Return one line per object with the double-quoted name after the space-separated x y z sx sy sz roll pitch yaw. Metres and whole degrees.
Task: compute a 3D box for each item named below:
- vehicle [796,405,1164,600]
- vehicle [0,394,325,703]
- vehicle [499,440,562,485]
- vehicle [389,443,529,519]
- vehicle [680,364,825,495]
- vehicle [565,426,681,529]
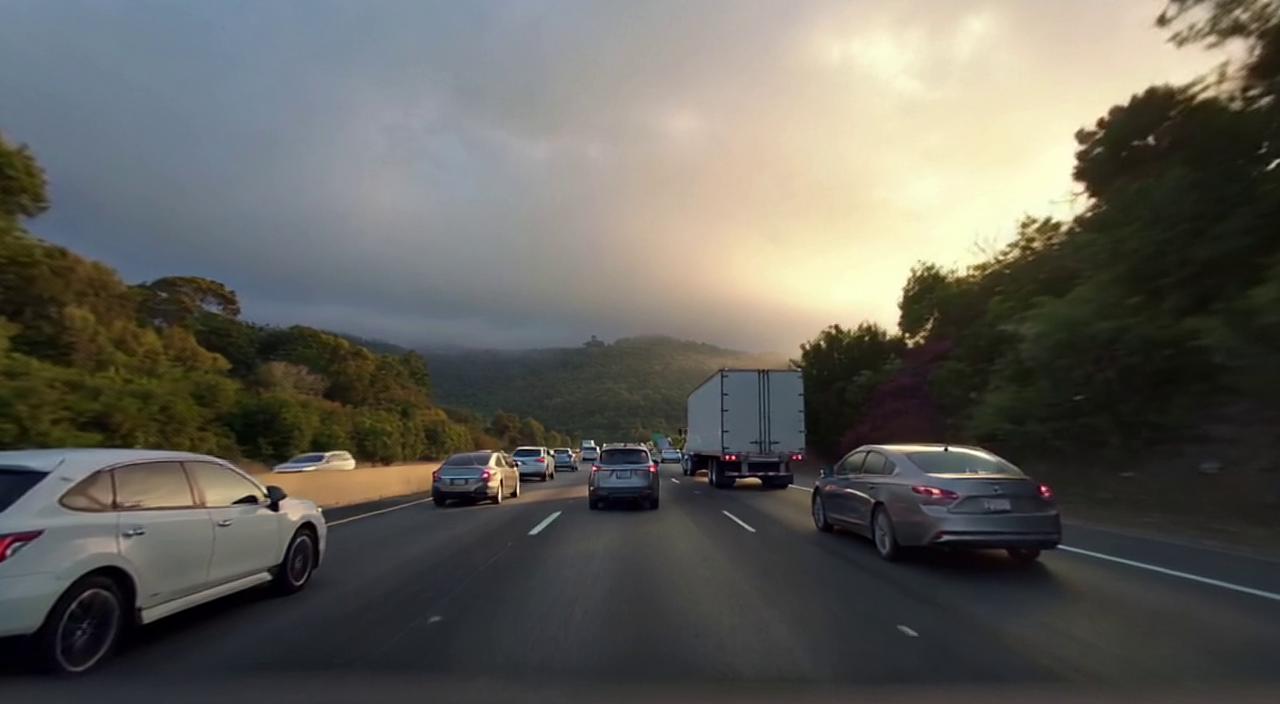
3.665 1.728 8.109 2.076 1.751 4.666 0 -9 0 "vehicle"
-4.283 1.259 4.728 1.789 1.620 3.841 0 -9 0 "vehicle"
-4.648 4.743 27.231 1.959 1.808 3.790 0 -9 1 "vehicle"
-4.005 2.911 14.783 1.923 1.503 4.293 0 -9 1 "vehicle"
4.000 3.607 27.551 3.186 4.111 15.553 0 -9 -1 "vehicle"
-0.309 2.558 13.345 2.037 1.792 4.194 0 -9 0 "vehicle"
